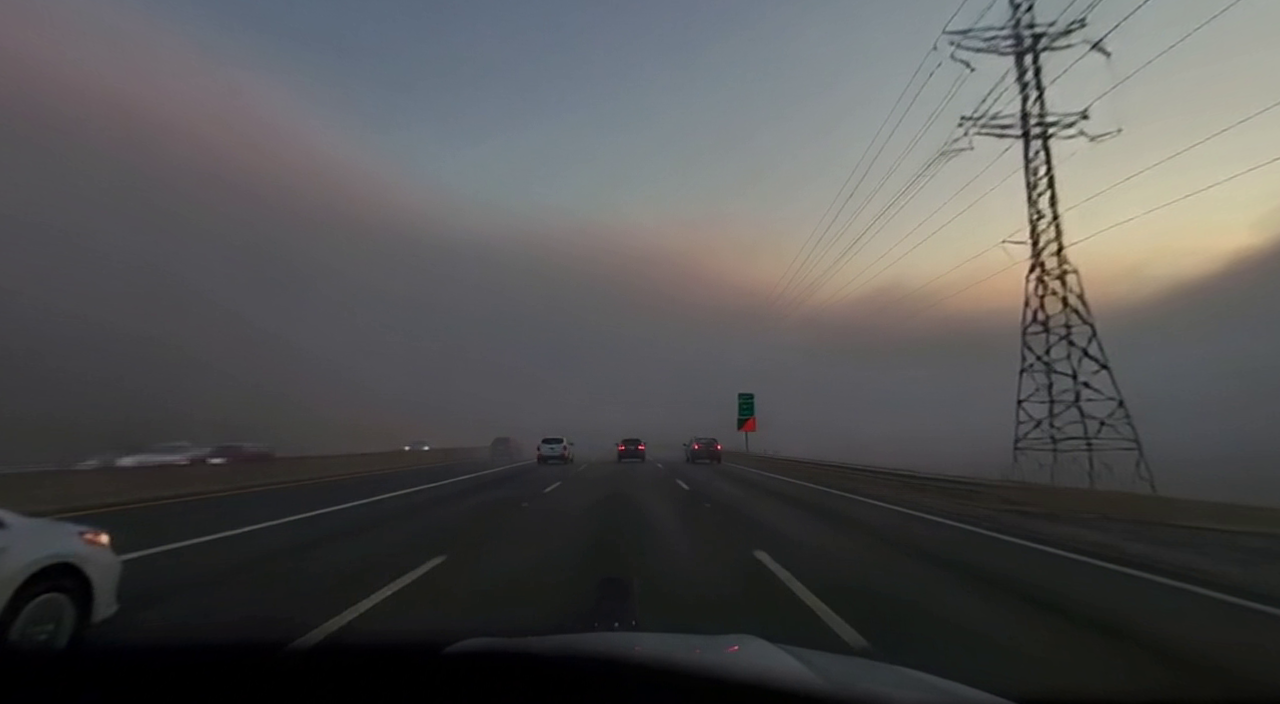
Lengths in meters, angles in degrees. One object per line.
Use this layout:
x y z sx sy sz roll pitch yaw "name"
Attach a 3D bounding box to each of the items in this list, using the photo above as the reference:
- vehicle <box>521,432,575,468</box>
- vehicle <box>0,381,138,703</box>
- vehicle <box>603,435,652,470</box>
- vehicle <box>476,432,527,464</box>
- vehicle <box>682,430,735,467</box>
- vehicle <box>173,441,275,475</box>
-4.377 4.694 30.524 1.901 1.601 4.610 0 -8 0 "vehicle"
-4.173 0.777 1.835 2.004 1.607 4.161 0 -8 -1 "vehicle"
-0.565 4.544 28.742 2.086 1.488 3.440 0 -8 -2 "vehicle"
-7.764 5.408 35.775 1.980 1.678 4.255 0 -8 -1 "vehicle"
3.287 4.756 31.296 1.950 1.695 4.446 1 -8 -2 "vehicle"
-19.543 4.979 29.895 1.806 1.407 4.562 0 -8 -1 "vehicle"
